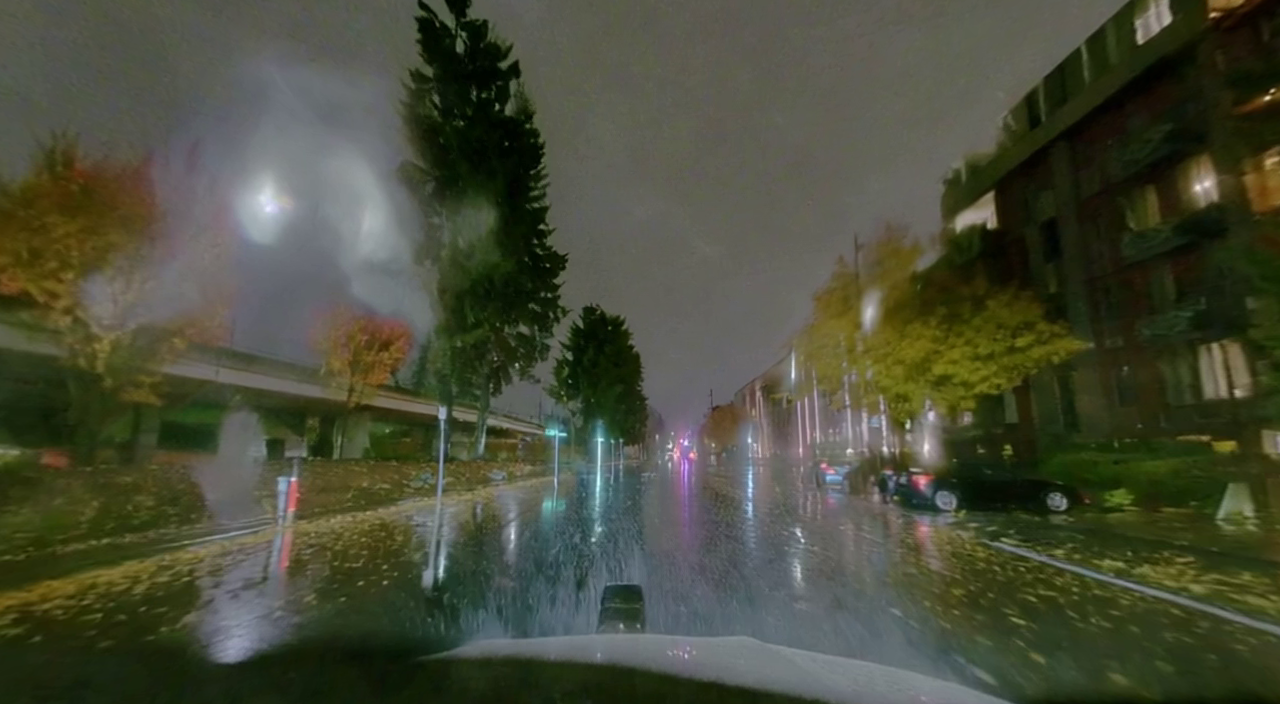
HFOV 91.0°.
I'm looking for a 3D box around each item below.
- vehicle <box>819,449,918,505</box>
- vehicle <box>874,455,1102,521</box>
[{"bbox_3d":[7.644,4.178,21.605,1.954,1.657,4.522,0,-9,4],"label":"vehicle"},{"bbox_3d":[9.063,3.562,16.793,4.775,1.542,2.145,0,-9,1],"label":"vehicle"}]
